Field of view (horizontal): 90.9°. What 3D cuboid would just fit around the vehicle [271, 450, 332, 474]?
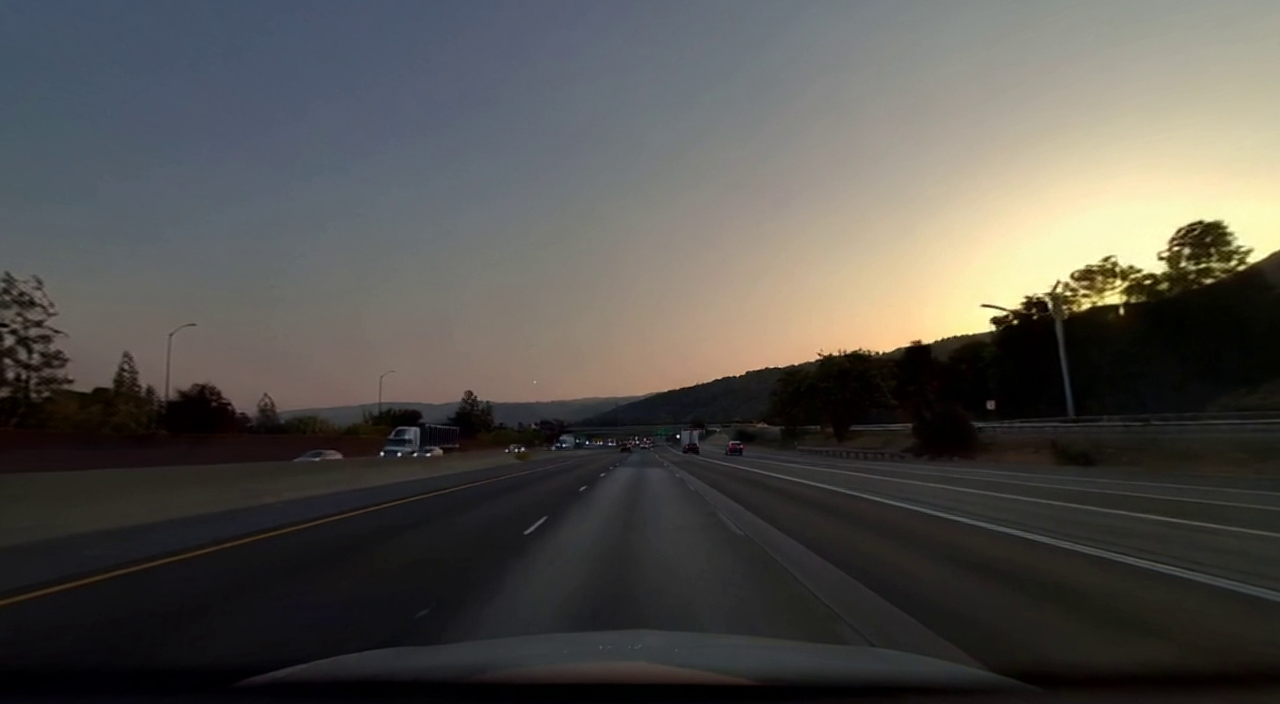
[{"bbox_3d":[-25.254,8.208,47.290,1.963,1.581,4.646,0,-8,1],"label":"vehicle"}]
